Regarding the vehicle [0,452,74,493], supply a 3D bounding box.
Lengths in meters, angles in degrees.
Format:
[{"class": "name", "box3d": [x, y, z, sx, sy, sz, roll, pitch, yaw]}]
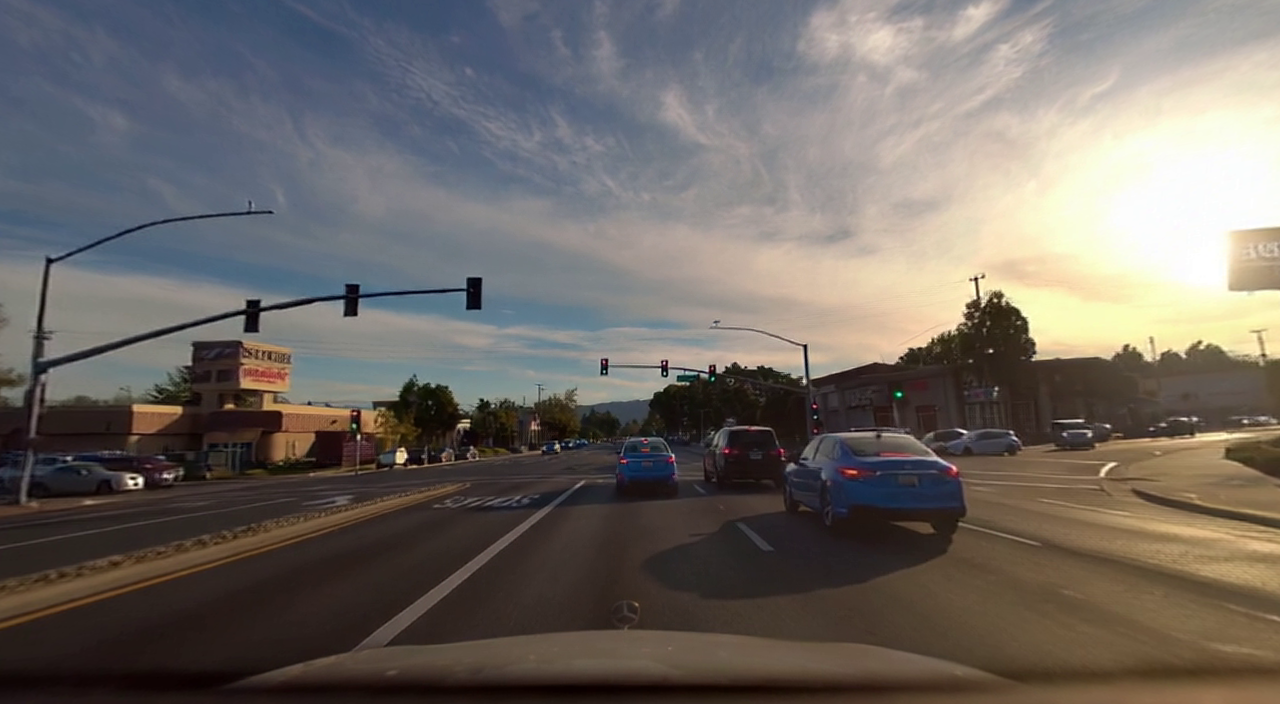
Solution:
[{"class": "vehicle", "box3d": [-38.397, 7.354, 38.669, 5.135, 2.388, 2.288, 0, -8, -1]}]

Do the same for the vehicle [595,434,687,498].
[{"class": "vehicle", "box3d": [-0.018, 2.951, 16.730, 2.135, 1.468, 4.076, 0, -8, -1]}]

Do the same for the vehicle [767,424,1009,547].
[{"class": "vehicle", "box3d": [3.496, 1.966, 10.060, 1.889, 1.473, 4.643, 0, -8, -1]}]

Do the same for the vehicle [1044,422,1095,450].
[{"class": "vehicle", "box3d": [33.783, 6.647, 49.618, 2.237, 2.063, 5.099, -8, -12, 43]}]

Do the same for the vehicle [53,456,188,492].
[{"class": "vehicle", "box3d": [-26.276, 6.156, 32.108, 4.780, 1.669, 2.232, 0, -8, -2]}]

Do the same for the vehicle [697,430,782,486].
[{"class": "vehicle", "box3d": [3.154, 3.487, 21.098, 1.973, 1.633, 4.717, 0, -8, -1]}]
